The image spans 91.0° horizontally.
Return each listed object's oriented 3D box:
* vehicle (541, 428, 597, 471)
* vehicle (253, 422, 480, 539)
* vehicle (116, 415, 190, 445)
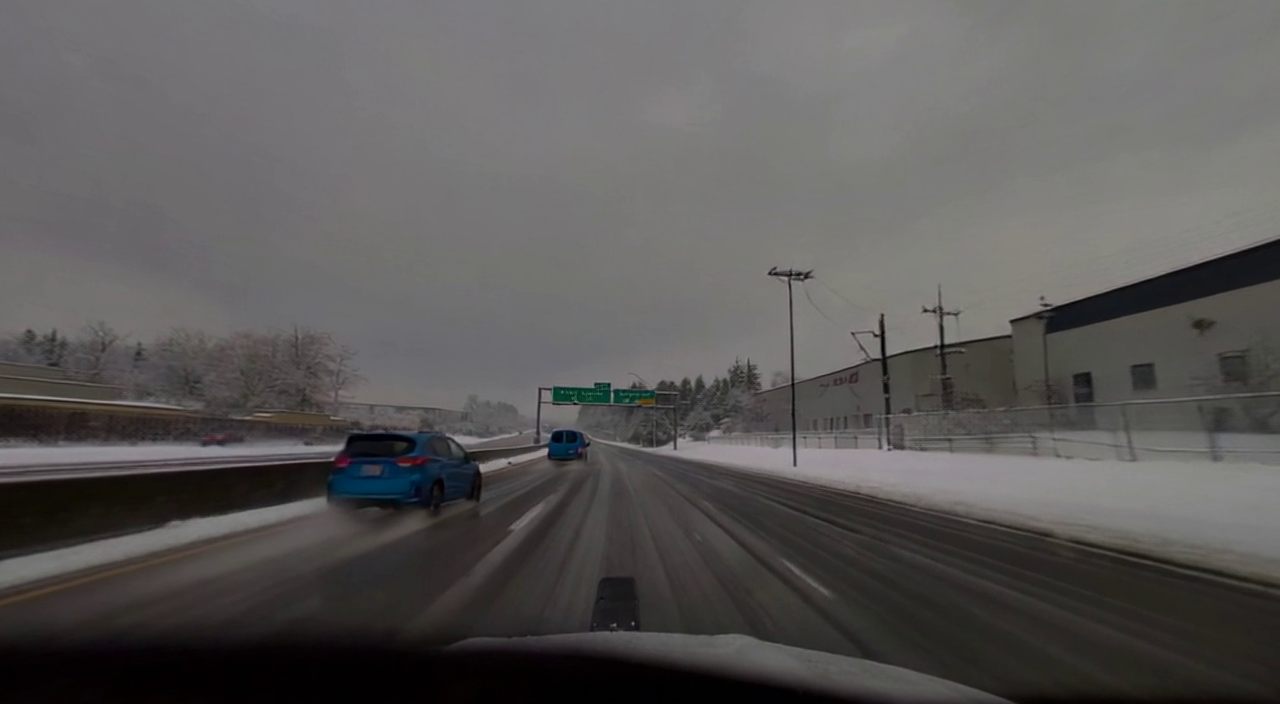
[{"bbox_3d":[-3.417,4.790,31.147,2.260,1.901,4.665,-1,-8,-1],"label":"vehicle"},{"bbox_3d":[-4.247,2.045,10.670,2.045,1.547,4.162,0,-8,-1],"label":"vehicle"},{"bbox_3d":[-37.845,6.036,49.046,2.103,2.009,4.997,6,-7,-7],"label":"vehicle"}]
